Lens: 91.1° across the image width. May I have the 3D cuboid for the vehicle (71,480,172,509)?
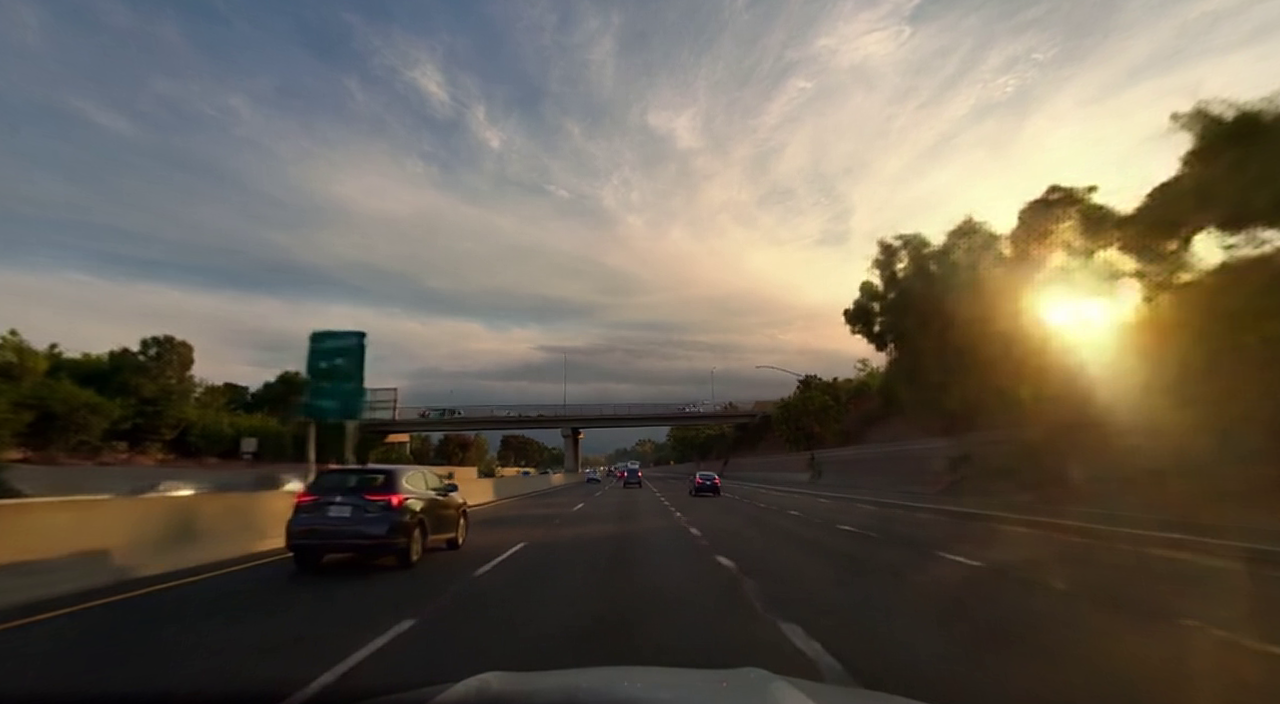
[{"bbox_3d":[-29.872,8.197,36.394,1.869,1.447,4.552,0,-10,2],"label":"vehicle"}]

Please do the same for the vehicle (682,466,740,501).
[{"bbox_3d":[3.241,6.151,29.645,2.092,1.518,4.348,1,-10,-2],"label":"vehicle"}]

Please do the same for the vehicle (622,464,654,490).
[{"bbox_3d":[-0.150,9.059,45.669,2.181,1.698,4.056,1,-10,0],"label":"vehicle"}]

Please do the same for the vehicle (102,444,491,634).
[{"bbox_3d":[-3.340,1.940,7.382,2.099,1.516,4.308,1,-10,0],"label":"vehicle"}]
